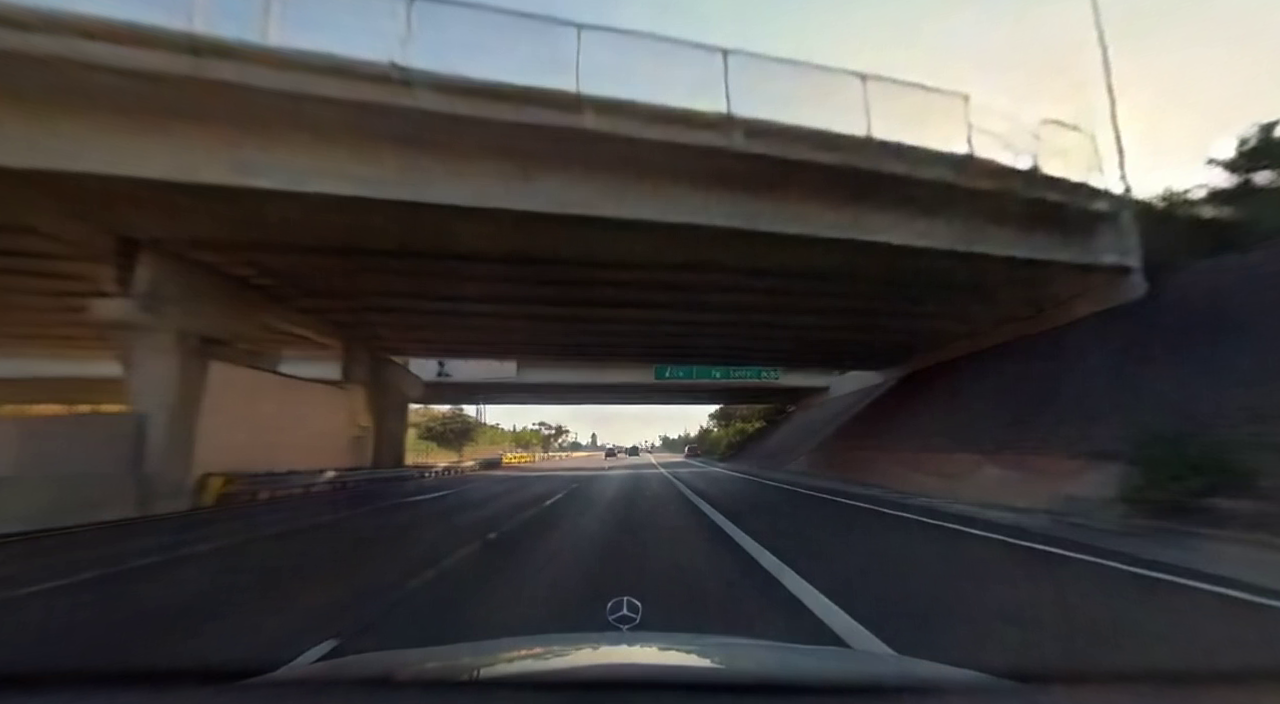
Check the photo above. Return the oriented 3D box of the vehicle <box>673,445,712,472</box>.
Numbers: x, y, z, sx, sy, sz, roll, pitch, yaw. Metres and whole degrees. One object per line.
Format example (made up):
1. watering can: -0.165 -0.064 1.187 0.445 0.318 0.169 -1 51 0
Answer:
1. vehicle: 3.543 7.286 43.342 2.133 1.746 4.511 0 -9 -1
